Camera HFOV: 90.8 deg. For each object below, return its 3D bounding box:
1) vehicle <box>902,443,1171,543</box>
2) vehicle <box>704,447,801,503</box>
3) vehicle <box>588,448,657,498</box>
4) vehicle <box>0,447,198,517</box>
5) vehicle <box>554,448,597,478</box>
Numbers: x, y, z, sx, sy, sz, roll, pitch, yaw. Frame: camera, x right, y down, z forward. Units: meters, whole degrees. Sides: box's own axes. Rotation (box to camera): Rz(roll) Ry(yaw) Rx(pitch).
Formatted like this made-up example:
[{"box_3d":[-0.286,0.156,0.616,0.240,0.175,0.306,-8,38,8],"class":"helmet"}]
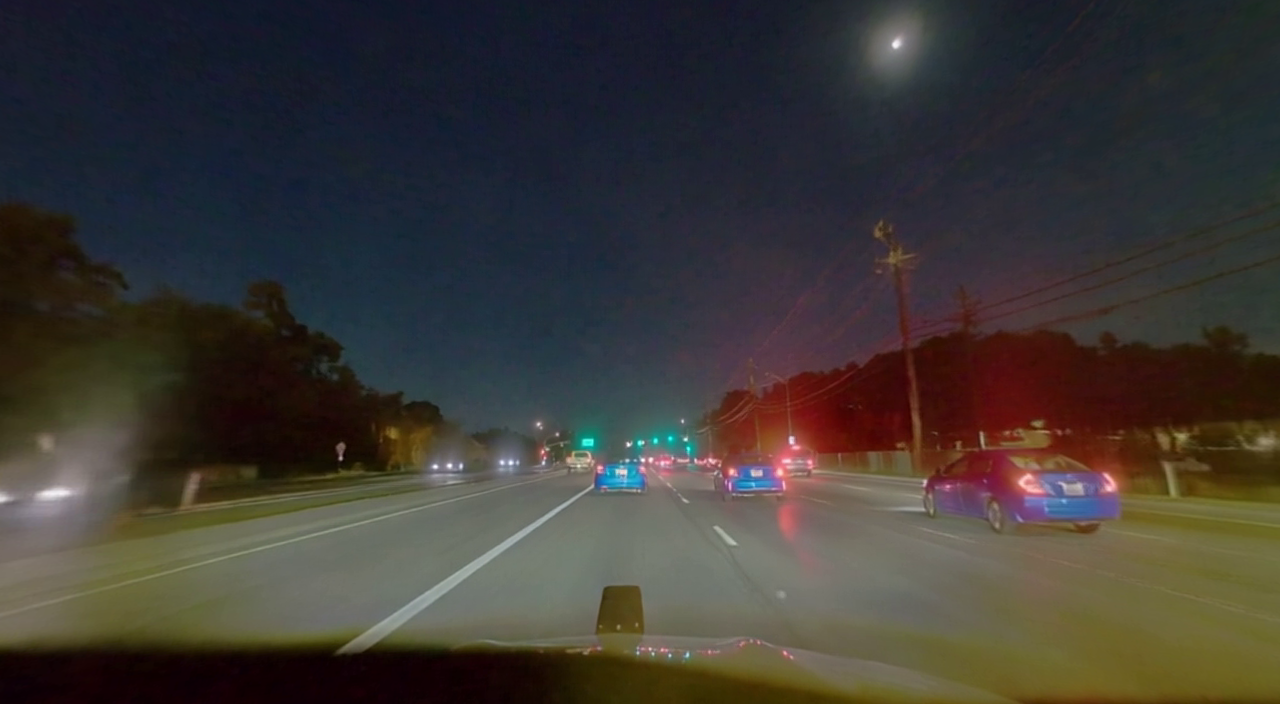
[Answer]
[{"box_3d":[6.818,2.424,11.620,2.004,1.455,4.417,0,-8,-1],"class":"vehicle"},{"box_3d":[3.311,3.715,19.551,2.053,1.490,4.464,0,-8,-2],"class":"vehicle"},{"box_3d":[-0.545,3.989,21.276,2.065,1.464,4.216,0,-8,-1],"class":"vehicle"},{"box_3d":[-15.769,3.687,18.637,2.035,1.762,4.753,0,-8,-1],"class":"vehicle"},{"box_3d":[-3.774,6.601,37.867,2.073,1.606,4.364,0,-8,1],"class":"vehicle"}]
